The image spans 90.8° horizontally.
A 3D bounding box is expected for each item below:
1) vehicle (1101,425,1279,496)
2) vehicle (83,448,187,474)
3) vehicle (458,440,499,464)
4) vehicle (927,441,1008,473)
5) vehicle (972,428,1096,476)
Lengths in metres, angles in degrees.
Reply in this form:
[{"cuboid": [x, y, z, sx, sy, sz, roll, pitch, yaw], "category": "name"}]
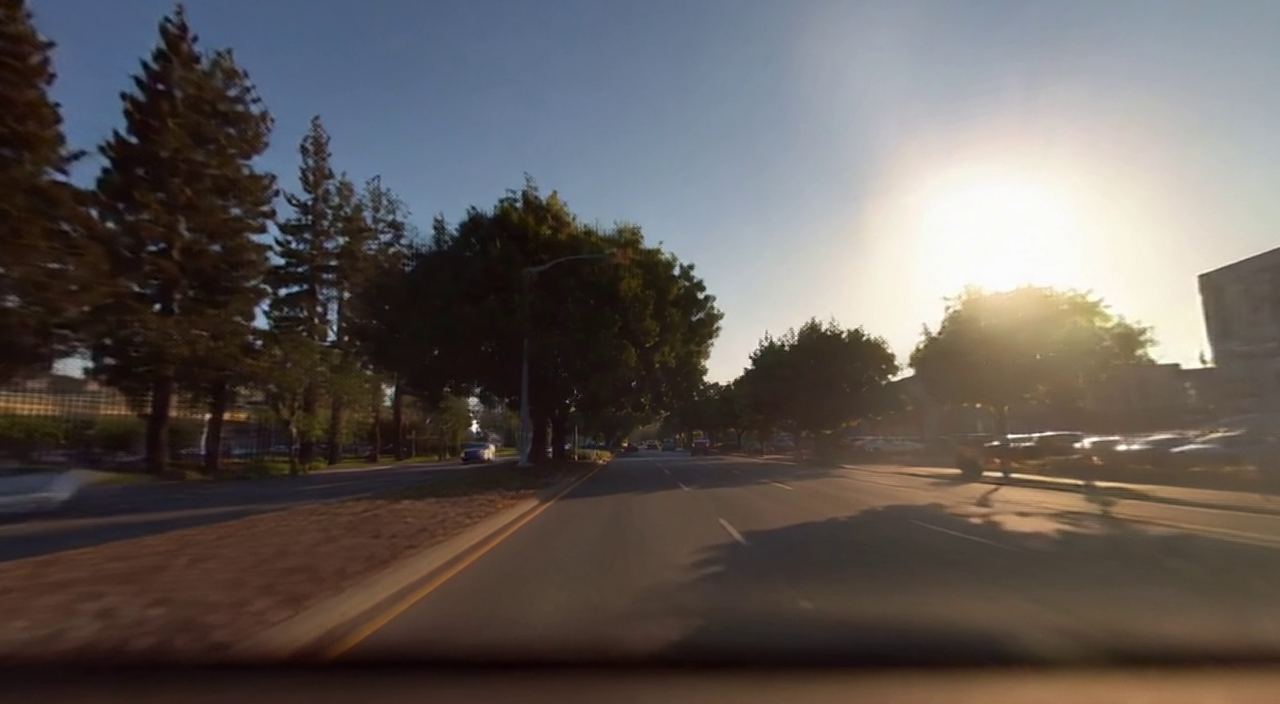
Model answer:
[{"cuboid": [16.541, 3.079, 18.351, 2.052, 1.749, 5.213, 0, -9, -4], "category": "vehicle"}, {"cuboid": [-30.849, 6.641, 38.702, 4.742, 1.459, 1.867, 0, -8, -1], "category": "vehicle"}, {"cuboid": [-12.308, 7.643, 48.530, 1.985, 1.715, 4.330, 0, -9, 0], "category": "vehicle"}, {"cuboid": [16.275, 5.202, 31.649, 1.892, 1.421, 4.556, -2, -8, 5], "category": "vehicle"}, {"cuboid": [19.029, 4.828, 30.945, 2.232, 2.008, 5.812, -3, -8, 0], "category": "vehicle"}]
